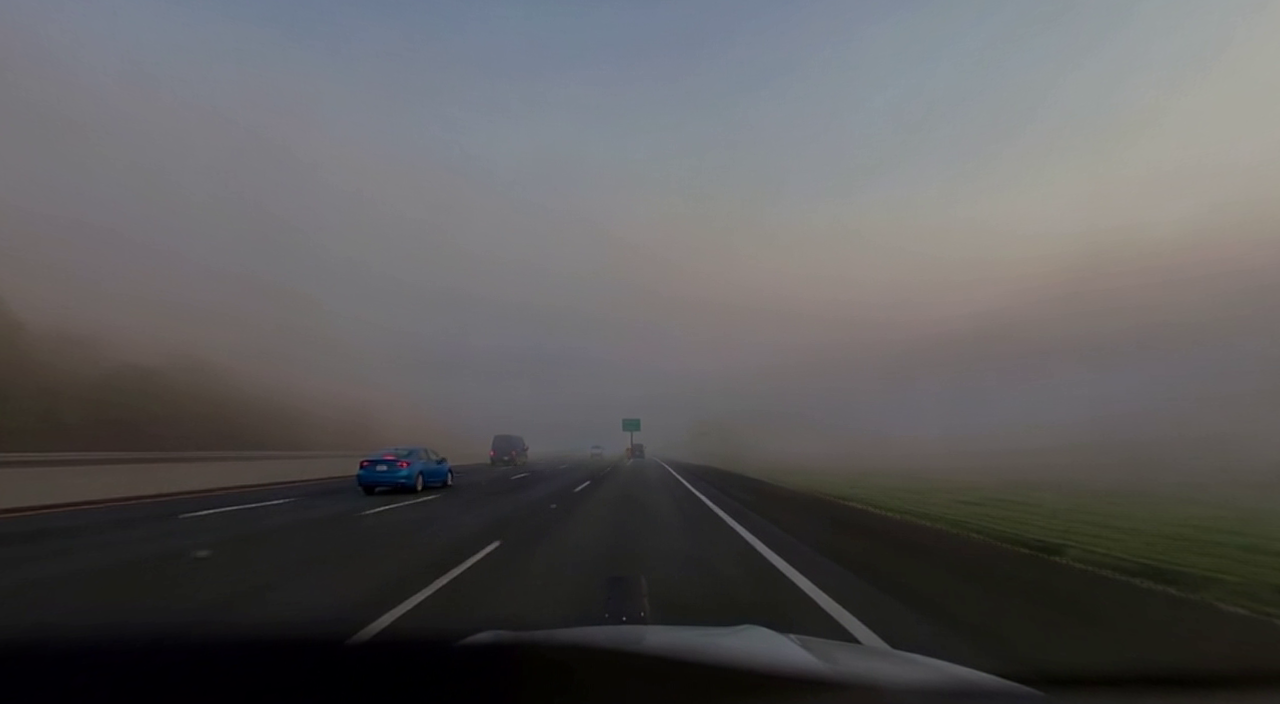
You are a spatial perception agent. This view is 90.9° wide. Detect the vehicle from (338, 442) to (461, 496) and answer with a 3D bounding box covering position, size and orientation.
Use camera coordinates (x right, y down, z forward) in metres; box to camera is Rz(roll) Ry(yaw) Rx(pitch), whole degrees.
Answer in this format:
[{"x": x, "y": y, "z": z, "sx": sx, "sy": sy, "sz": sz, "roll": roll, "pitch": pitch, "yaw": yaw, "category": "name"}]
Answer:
[{"x": -7.399, "y": 3.636, "z": 20.031, "sx": 1.981, "sy": 1.486, "sz": 4.735, "roll": 0, "pitch": -8, "yaw": 1, "category": "vehicle"}]
